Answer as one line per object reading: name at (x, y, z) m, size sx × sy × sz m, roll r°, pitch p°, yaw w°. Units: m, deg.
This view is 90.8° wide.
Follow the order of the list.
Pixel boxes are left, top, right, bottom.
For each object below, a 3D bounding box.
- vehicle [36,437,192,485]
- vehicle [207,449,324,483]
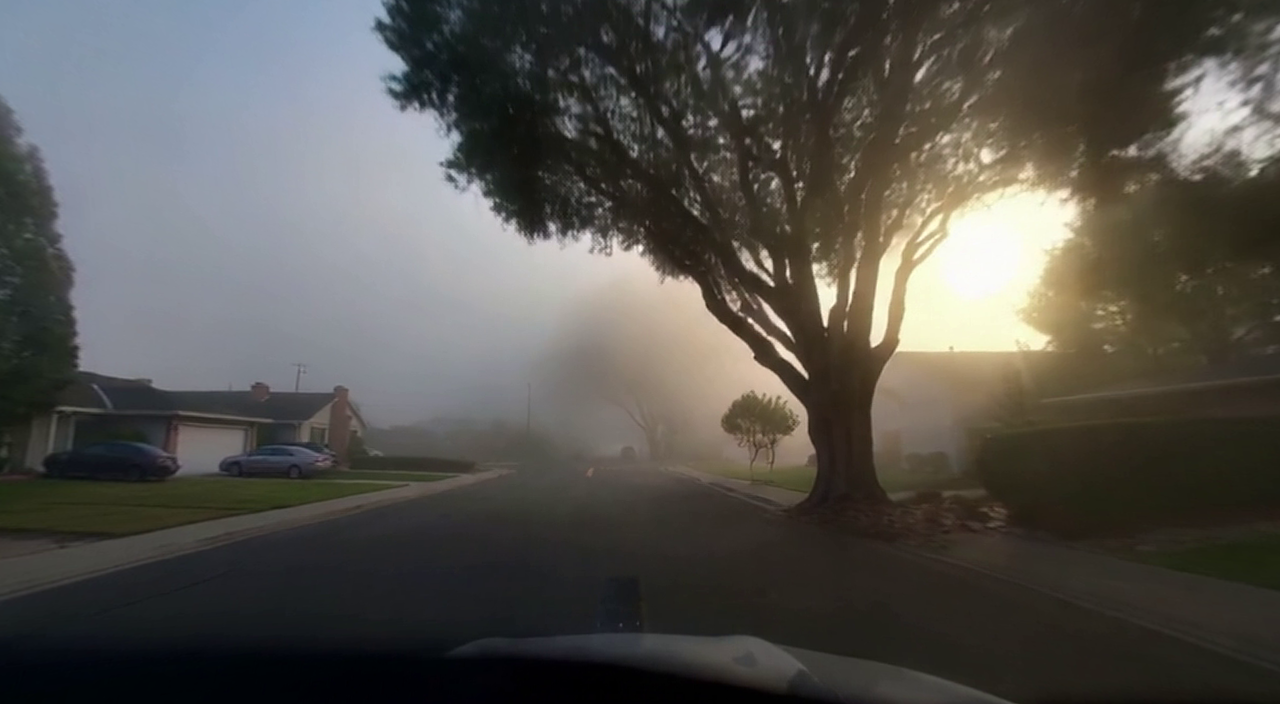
vehicle at (-21.329, 4.439, 25.806) m, size 4.359 × 1.789 × 2.123 m, roll 0°, pitch -9°, yaw -3°
vehicle at (-17.930, 5.472, 30.433) m, size 4.307 × 1.508 × 2.072 m, roll 0°, pitch -9°, yaw -2°
